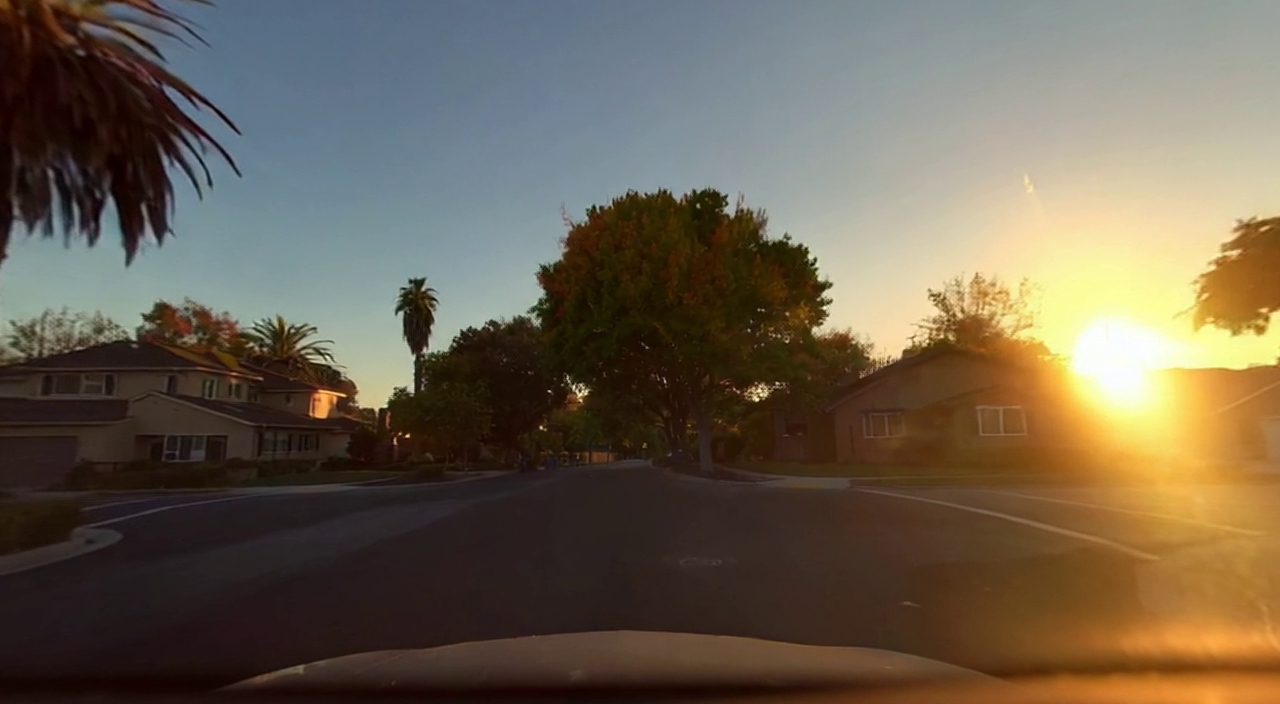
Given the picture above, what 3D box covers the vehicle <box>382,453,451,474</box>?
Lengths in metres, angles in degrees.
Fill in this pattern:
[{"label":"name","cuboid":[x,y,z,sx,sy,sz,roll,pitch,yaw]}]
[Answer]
[{"label":"vehicle","cuboid":[-16.452,8.227,46.671,4.358,1.516,2.077,1,-9,-4]}]
